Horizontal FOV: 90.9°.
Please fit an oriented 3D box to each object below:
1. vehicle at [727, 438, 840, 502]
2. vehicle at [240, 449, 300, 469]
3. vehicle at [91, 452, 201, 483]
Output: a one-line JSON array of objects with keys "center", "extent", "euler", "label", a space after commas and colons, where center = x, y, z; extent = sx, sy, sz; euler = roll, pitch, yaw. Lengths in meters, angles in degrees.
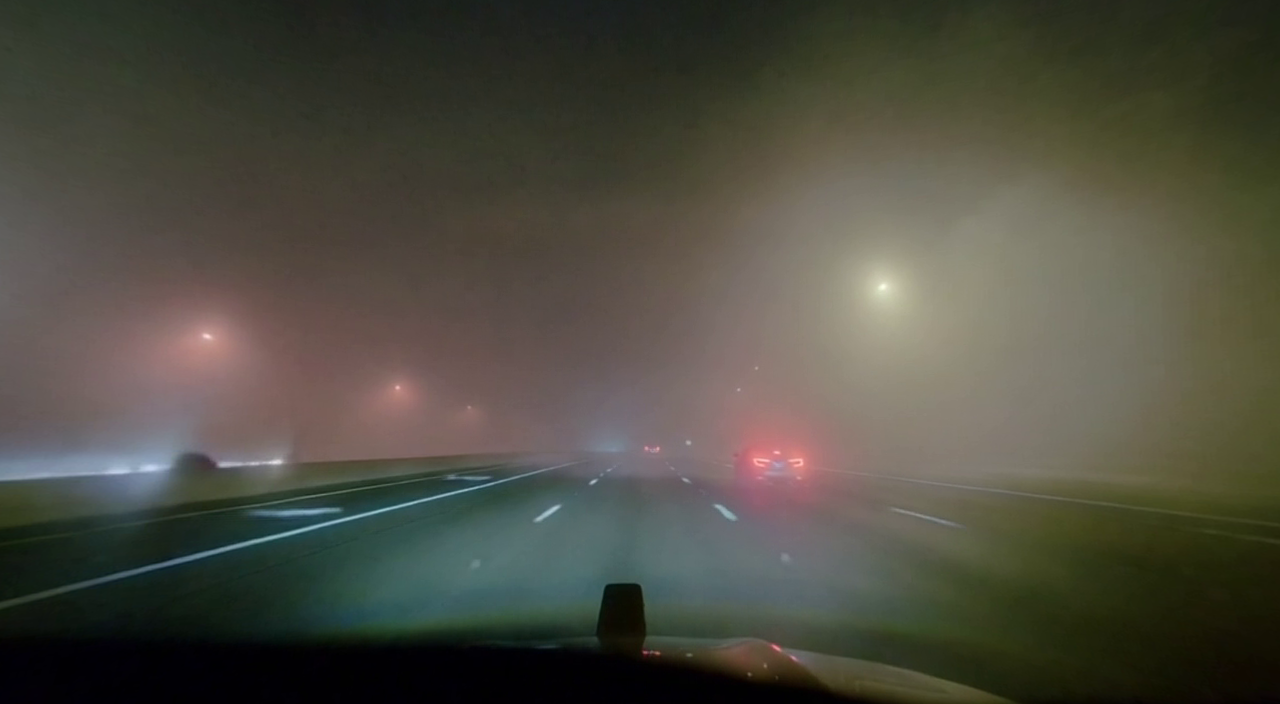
[{"center": [3.728, 3.166, 17.351], "extent": [1.999, 1.492, 4.673], "euler": [0, -9, 0], "label": "vehicle"}, {"center": [-28.829, 8.338, 49.313], "extent": [1.881, 1.459, 4.568], "euler": [-1, -8, 2], "label": "vehicle"}, {"center": [-25.639, 5.995, 33.002], "extent": [2.004, 1.464, 4.598], "euler": [0, -9, 1], "label": "vehicle"}]
